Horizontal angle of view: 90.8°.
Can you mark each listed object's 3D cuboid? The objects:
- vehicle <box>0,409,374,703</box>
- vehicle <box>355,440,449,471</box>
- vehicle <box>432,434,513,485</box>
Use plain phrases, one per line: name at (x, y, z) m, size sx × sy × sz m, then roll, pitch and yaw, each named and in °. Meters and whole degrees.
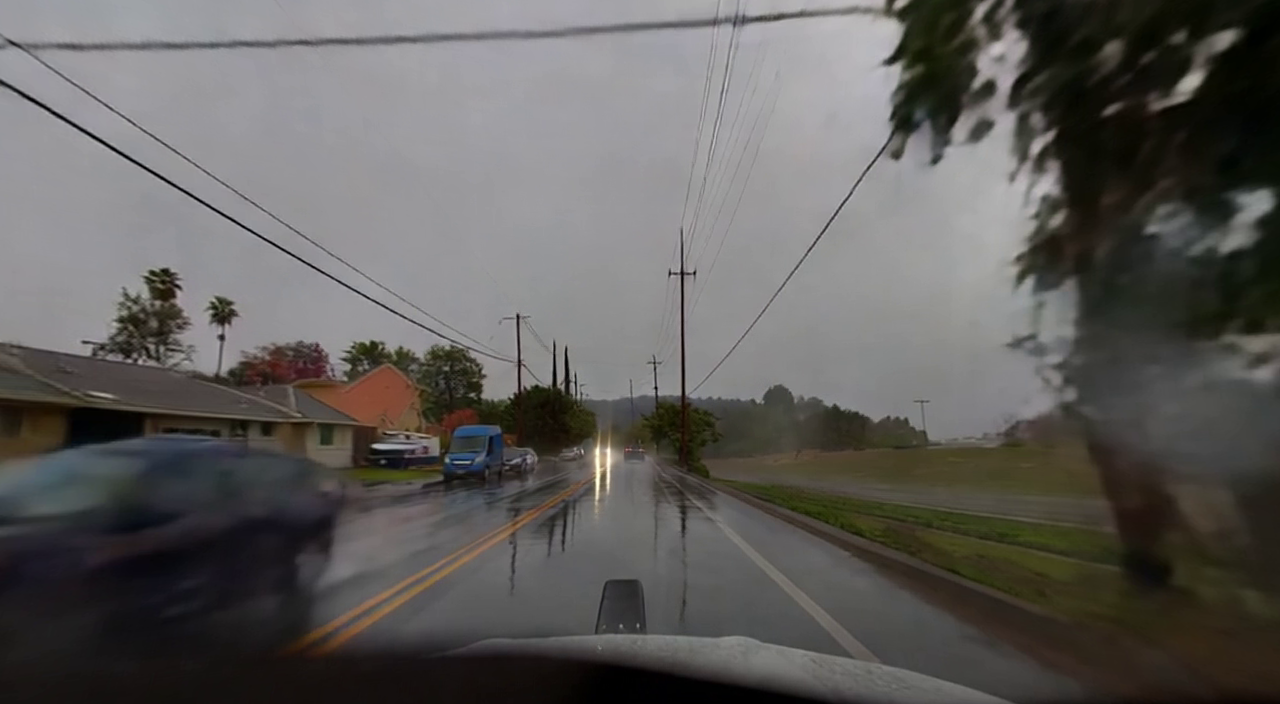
vehicle at (-3.808, 1.322, 4.883) m, size 1.796 × 1.516 × 3.871 m, roll 0°, pitch -9°, yaw 0°
vehicle at (-12.789, 5.590, 34.157) m, size 4.334 × 1.590 × 2.006 m, roll 2°, pitch -9°, yaw -8°
vehicle at (-7.642, 4.963, 29.509) m, size 2.335 × 2.136 × 5.328 m, roll 0°, pitch -9°, yaw -1°
